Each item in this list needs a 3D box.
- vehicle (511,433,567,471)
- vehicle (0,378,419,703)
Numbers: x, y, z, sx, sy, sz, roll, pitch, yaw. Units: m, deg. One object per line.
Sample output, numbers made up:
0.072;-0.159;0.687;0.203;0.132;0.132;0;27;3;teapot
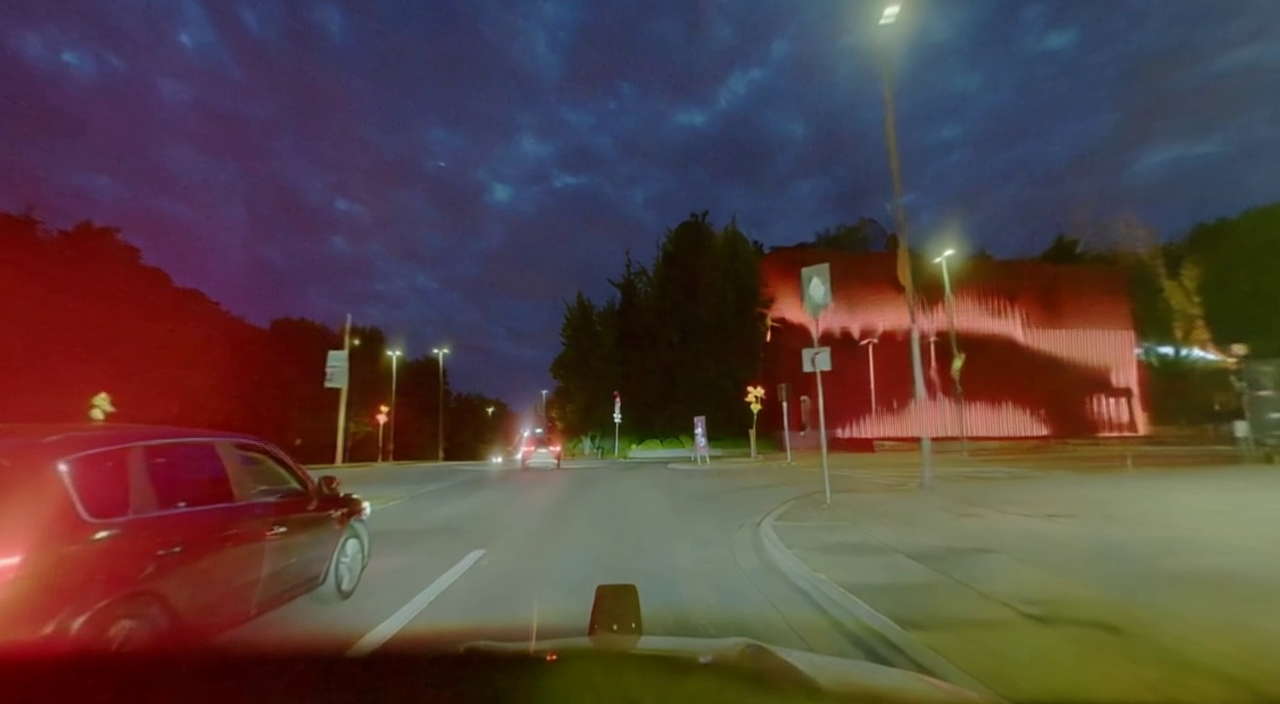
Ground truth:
-4.129;4.144;26.325;1.962;1.424;4.289;1;-8;-5;vehicle
-3.025;1.047;3.685;1.853;1.478;4.381;0;-8;0;vehicle
